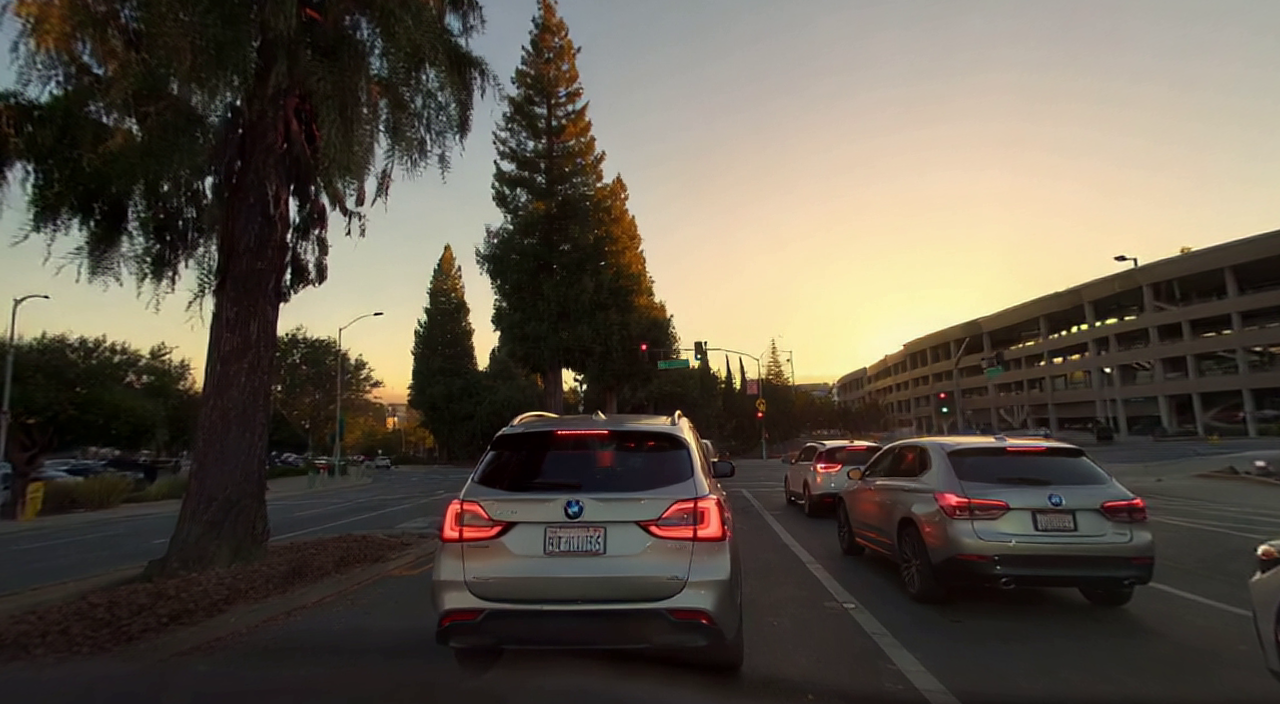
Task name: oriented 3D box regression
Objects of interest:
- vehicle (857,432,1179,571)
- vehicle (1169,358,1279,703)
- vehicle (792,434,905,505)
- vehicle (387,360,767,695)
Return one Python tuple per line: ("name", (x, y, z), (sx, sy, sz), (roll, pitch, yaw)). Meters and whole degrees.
("vehicle", (4.902, 1.965, 9.180), (1.963, 1.480, 4.553), (0, -8, 2))
("vehicle", (4.052, 0.605, 1.105), (1.993, 1.719, 4.953), (0, -8, 1))
("vehicle", (5.330, 3.034, 16.734), (1.994, 1.638, 4.100), (-1, -8, 6))
("vehicle", (-0.209, 1.236, 5.568), (2.021, 1.742, 4.295), (-1, -8, 4))
